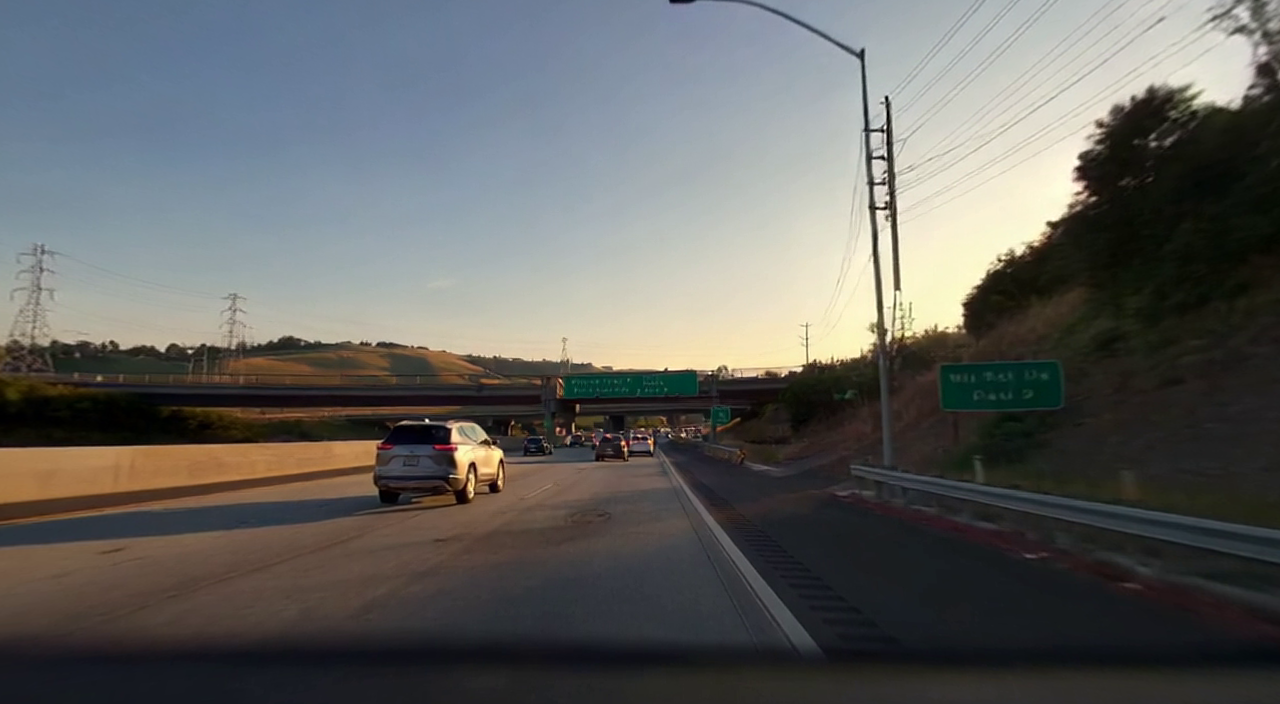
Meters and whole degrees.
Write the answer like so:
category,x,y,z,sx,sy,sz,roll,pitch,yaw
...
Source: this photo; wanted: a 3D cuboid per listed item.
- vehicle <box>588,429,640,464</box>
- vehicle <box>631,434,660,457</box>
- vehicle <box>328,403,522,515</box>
category,x,y,z,sx,sy,sz,roll,pitch,yaw
vehicle,-1.254,4.845,32.312,2.193,1.651,3.946,-1,-8,5
vehicle,0.370,6.352,42.944,1.855,1.450,3.716,0,-8,0
vehicle,-4.031,2.132,12.975,2.228,1.845,4.847,0,-8,1
